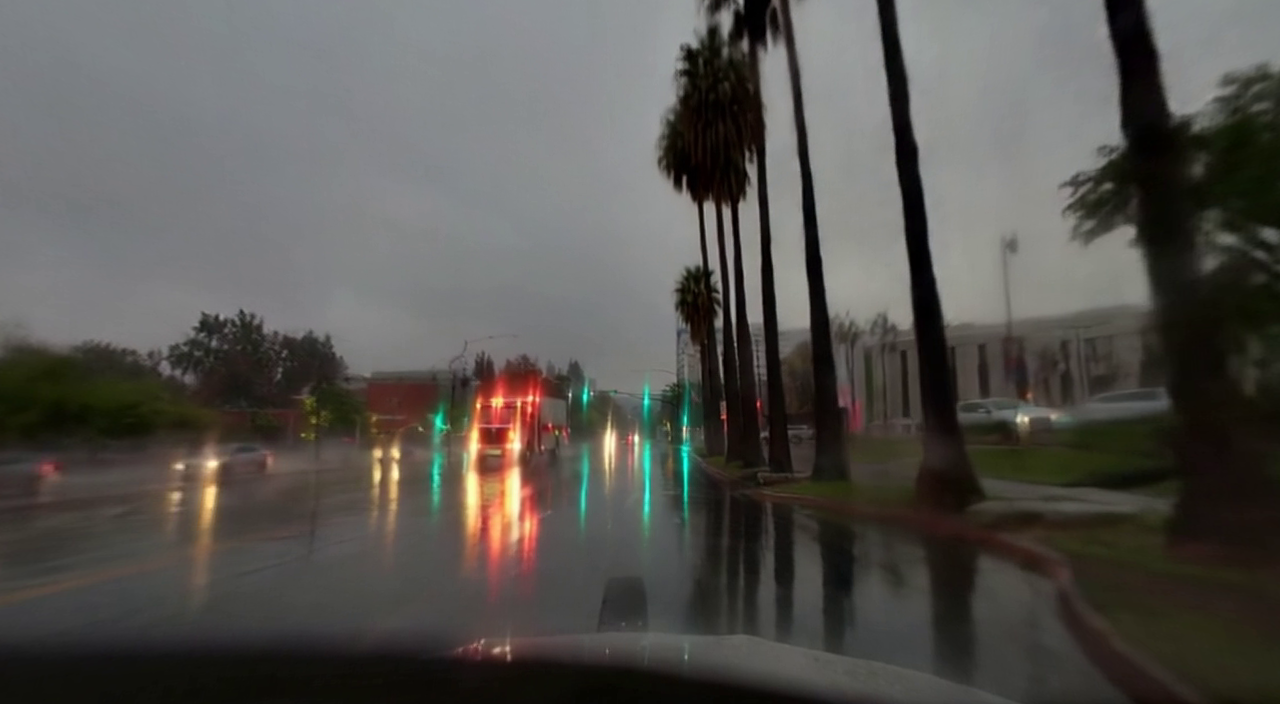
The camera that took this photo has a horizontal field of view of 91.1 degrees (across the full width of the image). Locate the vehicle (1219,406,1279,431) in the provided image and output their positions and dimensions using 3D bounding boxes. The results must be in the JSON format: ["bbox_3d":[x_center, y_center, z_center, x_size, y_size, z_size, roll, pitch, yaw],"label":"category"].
[{"bbox_3d":[42.566,4.527,42.486,4.671,1.641,1.900,-1,-8,3],"label":"vehicle"}]

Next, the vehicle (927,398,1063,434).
[{"bbox_3d":[15.331,2.810,27.330,4.663,1.457,2.045,0,-7,2],"label":"vehicle"}]

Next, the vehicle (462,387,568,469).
[{"bbox_3d":[-6.385,4.308,34.577,3.008,3.730,11.786,0,-8,2],"label":"vehicle"}]

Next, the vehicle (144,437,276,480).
[{"bbox_3d":[-21.770,5.409,32.216,2.460,1.958,5.843,0,-8,2],"label":"vehicle"}]
